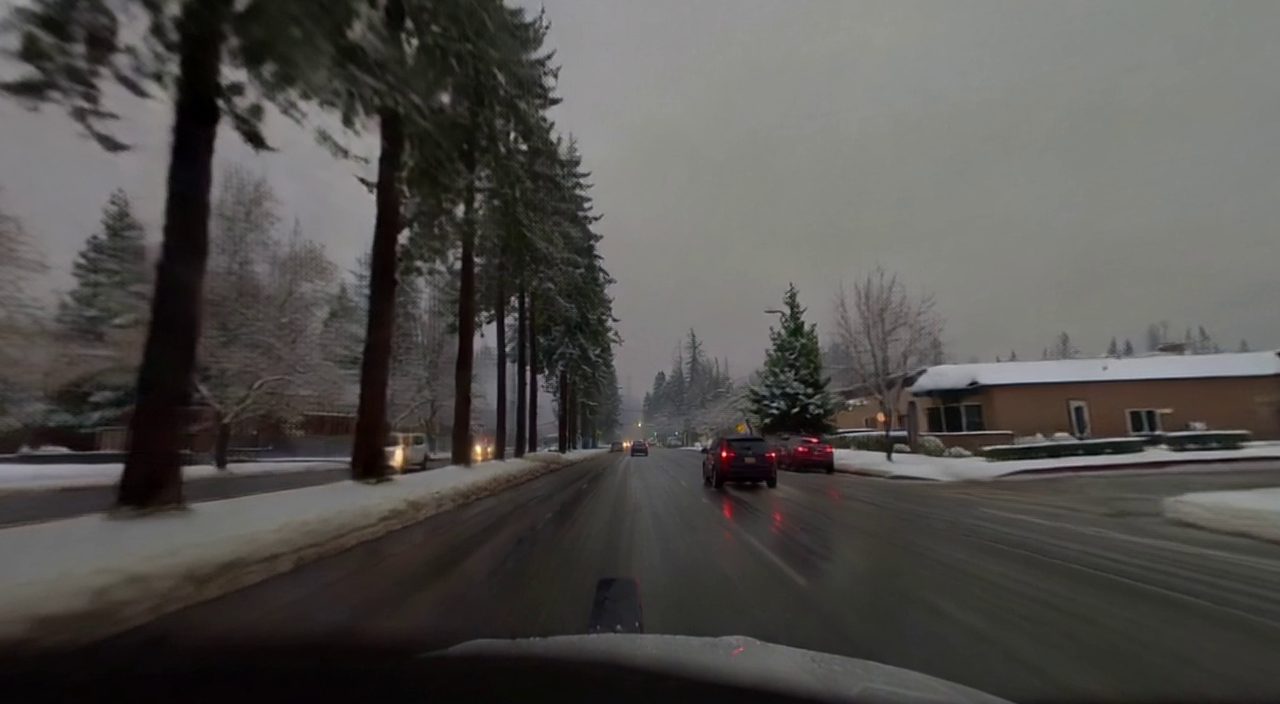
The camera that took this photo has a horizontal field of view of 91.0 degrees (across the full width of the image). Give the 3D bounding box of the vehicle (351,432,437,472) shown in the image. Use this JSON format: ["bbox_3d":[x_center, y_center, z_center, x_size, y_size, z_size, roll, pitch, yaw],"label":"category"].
[{"bbox_3d":[-11.551,4.735,29.965,2.207,1.745,4.717,0,-8,0],"label":"vehicle"}]

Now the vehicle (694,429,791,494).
[{"bbox_3d":[2.831,3.140,18.325,2.022,1.656,4.025,0,-8,-2],"label":"vehicle"}]

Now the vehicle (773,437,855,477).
[{"bbox_3d":[7.479,4.568,27.655,2.068,1.558,5.058,0,-8,-2],"label":"vehicle"}]
